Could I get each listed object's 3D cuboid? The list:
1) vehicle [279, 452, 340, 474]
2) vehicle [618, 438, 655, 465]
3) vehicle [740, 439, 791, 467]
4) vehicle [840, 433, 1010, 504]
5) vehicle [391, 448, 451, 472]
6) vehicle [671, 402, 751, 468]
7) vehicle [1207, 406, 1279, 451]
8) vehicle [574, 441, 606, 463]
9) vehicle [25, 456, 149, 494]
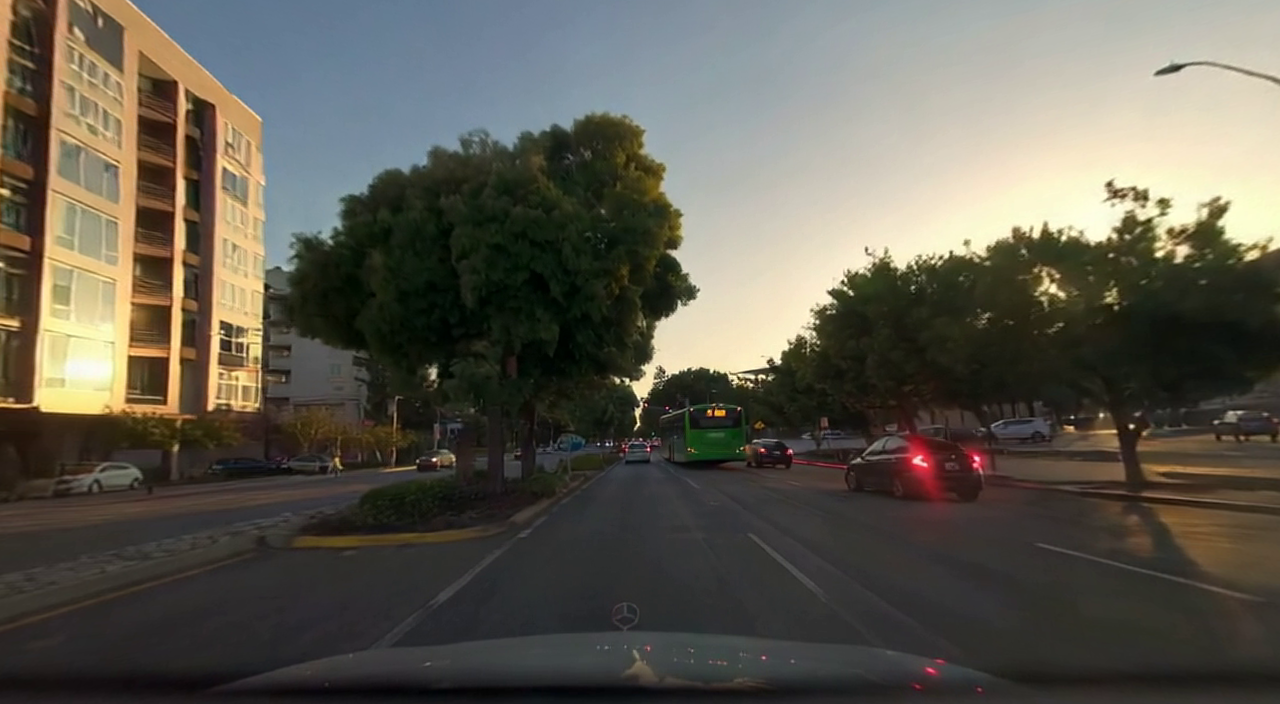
[{"bbox_3d":[-23.719,7.981,45.506,1.878,1.480,4.586,0,-9,1],"label":"vehicle"},{"bbox_3d":[-0.221,6.043,38.400,2.145,1.572,4.021,0,-9,-1],"label":"vehicle"},{"bbox_3d":[7.072,5.746,36.130,1.886,1.474,4.495,0,-9,-1],"label":"vehicle"},{"bbox_3d":[6.638,2.767,15.388,1.992,1.447,4.414,0,-9,-1],"label":"vehicle"},{"bbox_3d":[-14.542,7.156,42.200,2.046,1.494,4.902,0,-9,3],"label":"vehicle"},{"bbox_3d":[3.796,4.854,36.328,2.760,3.325,9.045,1,-9,-5],"label":"vehicle"},{"bbox_3d":[42.801,5.360,43.782,2.477,2.965,4.646,0,-9,1],"label":"vehicle"},{"bbox_3d":[-3.456,7.011,44.371,1.990,1.480,3.941,0,-9,0],"label":"vehicle"},{"bbox_3d":[-29.177,6.486,33.601,2.039,1.777,5.029,0,-9,-1],"label":"vehicle"}]
